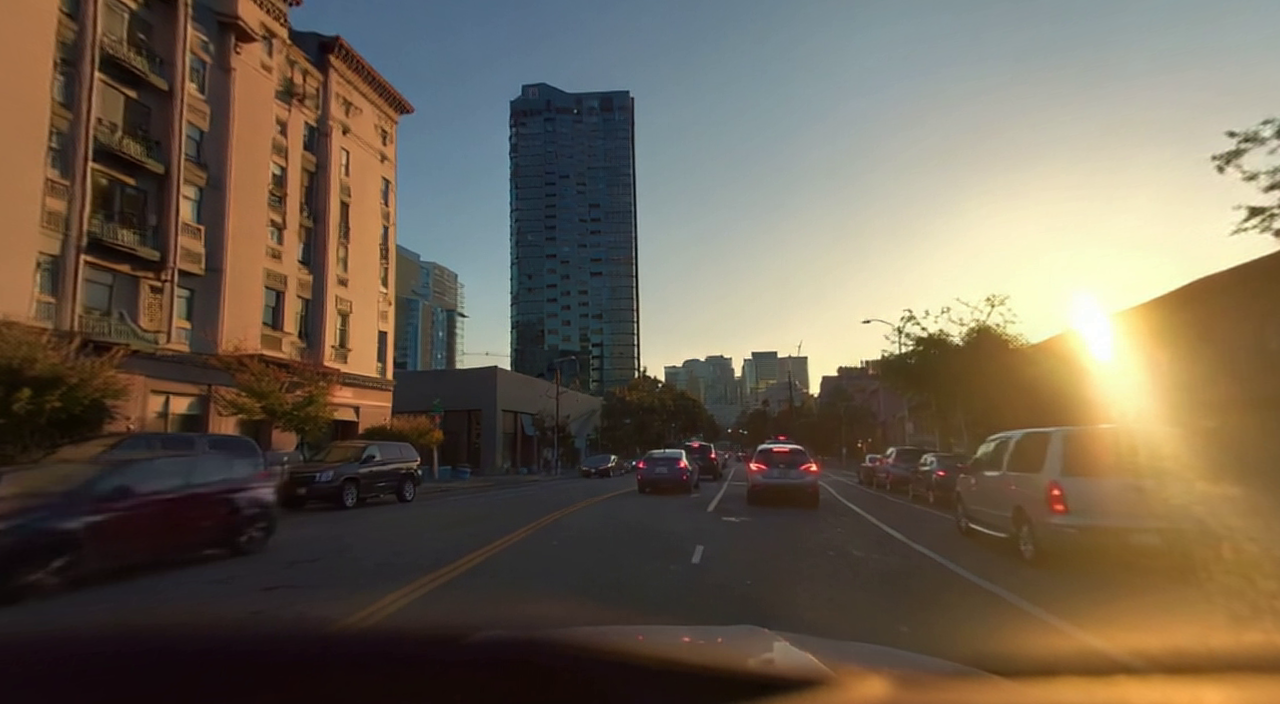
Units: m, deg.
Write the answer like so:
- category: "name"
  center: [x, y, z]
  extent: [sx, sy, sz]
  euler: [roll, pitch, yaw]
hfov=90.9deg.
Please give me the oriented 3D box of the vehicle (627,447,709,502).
- category: "vehicle"
  center: [0.943, 3.615, 19.141]
  extent: [2.031, 1.461, 3.763]
  euler: [-1, -9, 9]

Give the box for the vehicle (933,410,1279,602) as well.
- category: "vehicle"
  center: [5.561, 1.791, 8.335]
  extent: [2.088, 1.775, 4.454]
  euler: [-2, -9, 13]

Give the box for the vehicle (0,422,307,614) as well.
- category: "vehicle"
  center: [-6.037, 1.592, 6.714]
  extent: [2.086, 1.565, 4.281]
  euler: [-2, -9, 11]

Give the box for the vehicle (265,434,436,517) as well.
- category: "vehicle"
  center: [-7.749, 3.290, 17.421]
  extent: [1.934, 1.770, 4.546]
  euler: [-9, -9, 10]

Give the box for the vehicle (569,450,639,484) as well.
- category: "vehicle"
  center: [-1.695, 5.670, 31.499]
  extent: [1.928, 1.503, 4.322]
  euler: [-3, -9, 20]

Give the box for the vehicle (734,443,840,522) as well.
- category: "vehicle"
  center: [3.265, 2.851, 14.408]
  extent: [1.982, 1.510, 4.144]
  euler: [-2, -9, 11]
